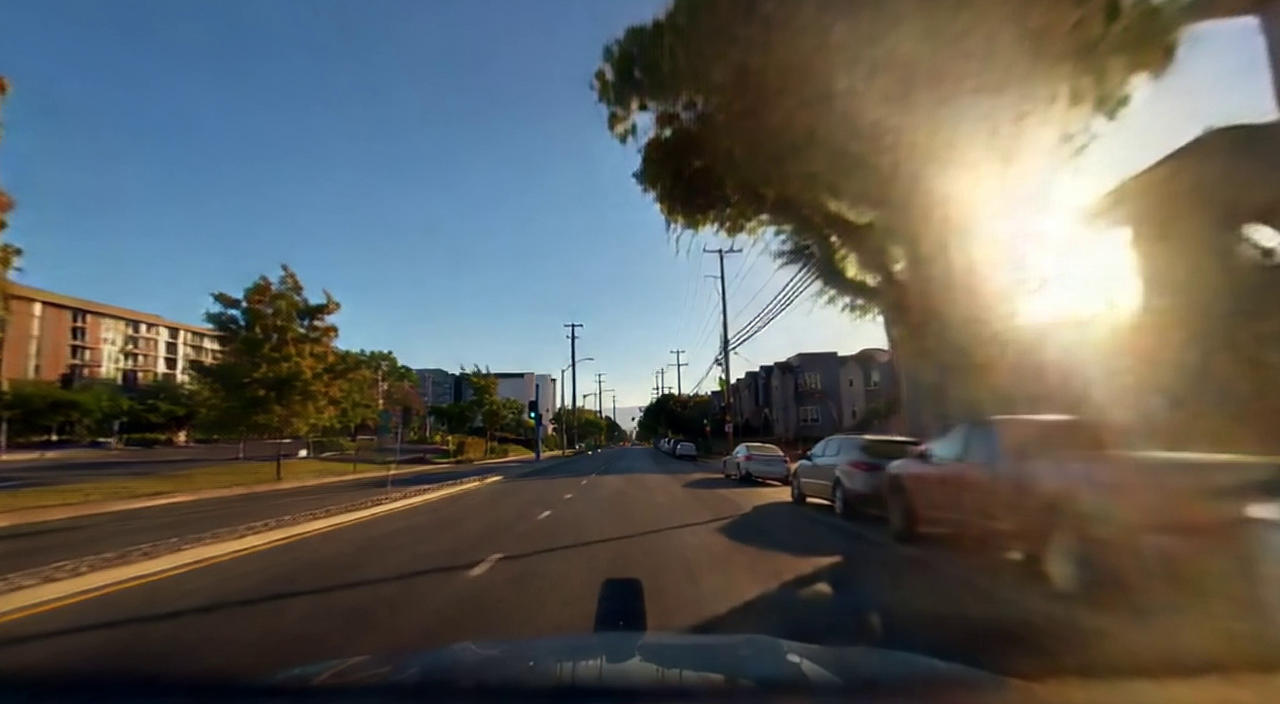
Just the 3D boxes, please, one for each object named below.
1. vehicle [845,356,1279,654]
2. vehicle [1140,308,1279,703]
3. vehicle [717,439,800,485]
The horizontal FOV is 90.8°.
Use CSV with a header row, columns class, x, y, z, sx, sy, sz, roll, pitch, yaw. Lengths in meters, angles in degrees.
class,x,y,z,sx,sy,sz,roll,pitch,yaw
vehicle,4.070,1.335,6.653,2.062,1.880,5.178,0,-8,0
vehicle,4.004,0.514,1.103,2.056,1.941,4.955,0,-8,-2
vehicle,3.998,3.777,22.079,1.994,1.422,4.595,0,-8,0
